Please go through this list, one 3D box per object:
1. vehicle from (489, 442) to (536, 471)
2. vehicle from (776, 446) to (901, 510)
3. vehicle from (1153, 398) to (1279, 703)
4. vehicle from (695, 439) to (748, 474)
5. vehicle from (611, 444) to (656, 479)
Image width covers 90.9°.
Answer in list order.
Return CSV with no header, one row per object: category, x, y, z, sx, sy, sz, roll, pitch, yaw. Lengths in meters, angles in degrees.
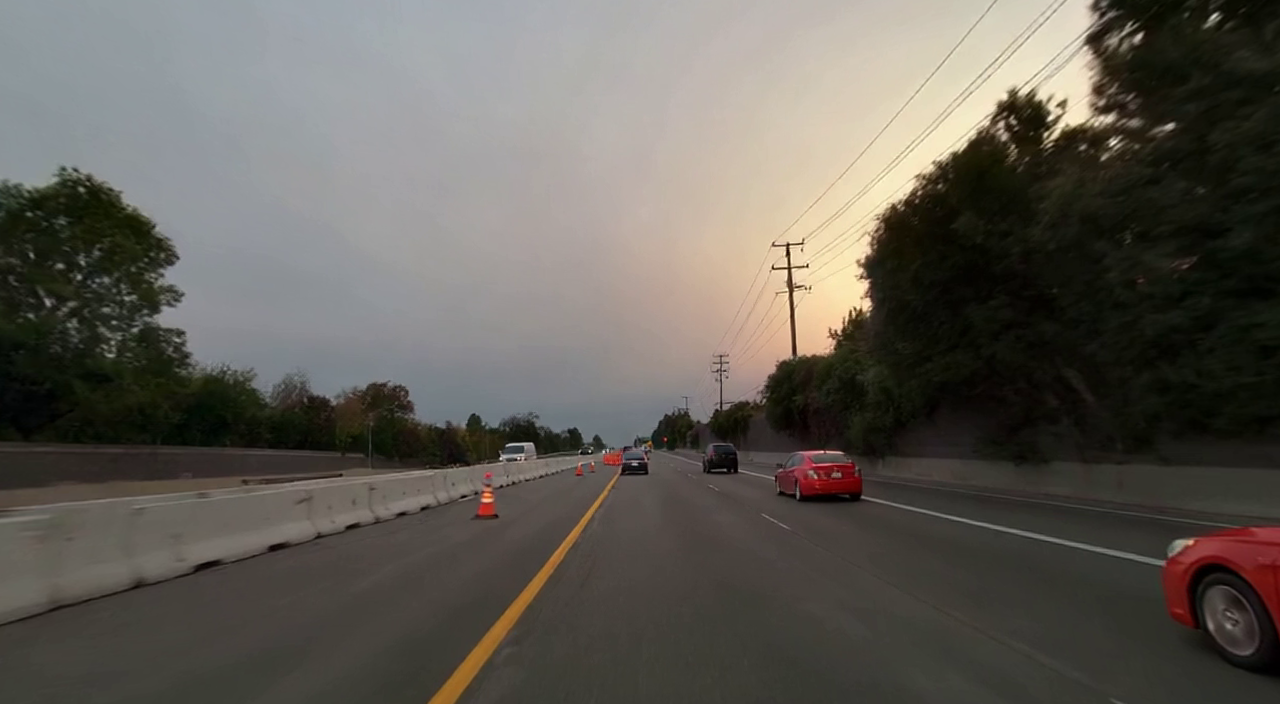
vehicle,-8.476,6.975,42.366,2.066,1.811,4.683,0,-8,2
vehicle,4.884,3.126,16.143,1.881,1.409,4.016,0,-8,0
vehicle,4.304,0.799,1.718,1.997,1.568,4.529,0,-8,0
vehicle,4.911,6.385,38.882,2.559,1.943,5.610,0,-8,0
vehicle,-0.280,5.374,31.295,2.096,1.583,4.150,0,-8,0
